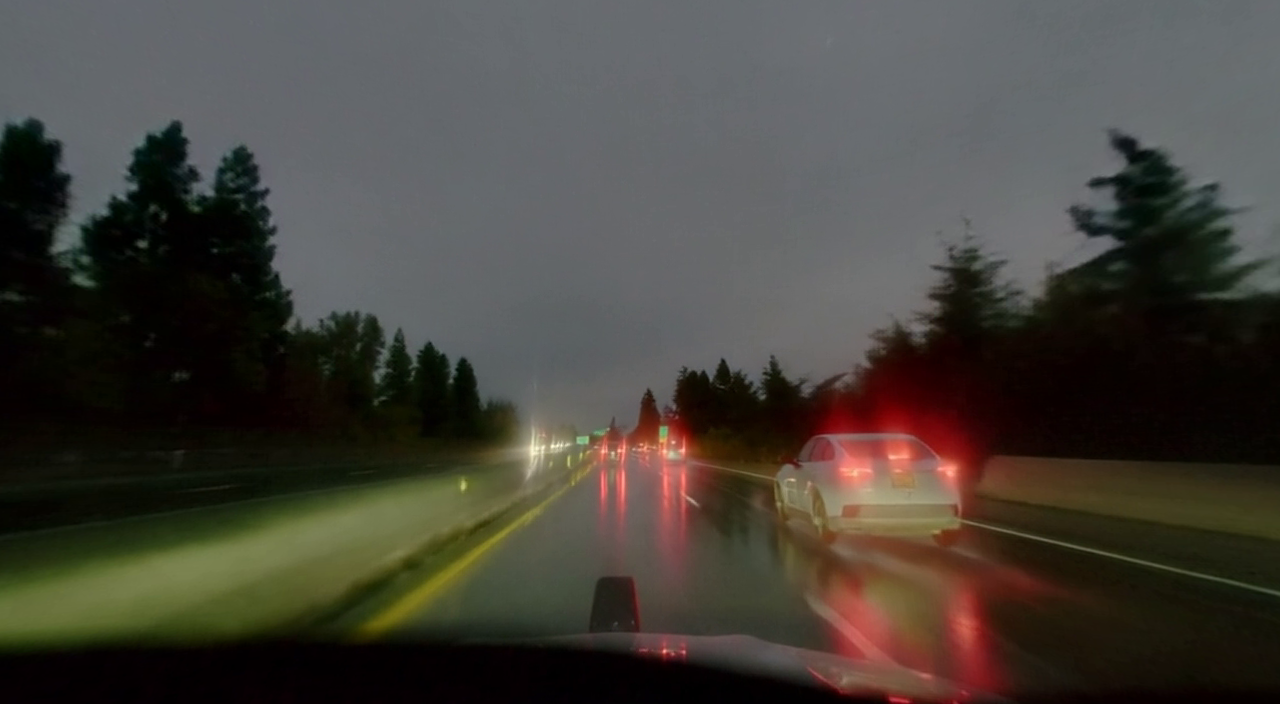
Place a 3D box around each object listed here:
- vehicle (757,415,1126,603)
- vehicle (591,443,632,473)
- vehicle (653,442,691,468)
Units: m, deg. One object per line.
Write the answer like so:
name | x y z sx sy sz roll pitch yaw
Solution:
vehicle | 3.071 1.718 7.985 2.055 1.566 5.046 0 -8 -2
vehicle | -1.652 5.964 35.665 2.178 1.559 4.254 0 -8 -3
vehicle | 2.004 6.676 40.942 2.146 1.546 3.796 0 -8 -2
